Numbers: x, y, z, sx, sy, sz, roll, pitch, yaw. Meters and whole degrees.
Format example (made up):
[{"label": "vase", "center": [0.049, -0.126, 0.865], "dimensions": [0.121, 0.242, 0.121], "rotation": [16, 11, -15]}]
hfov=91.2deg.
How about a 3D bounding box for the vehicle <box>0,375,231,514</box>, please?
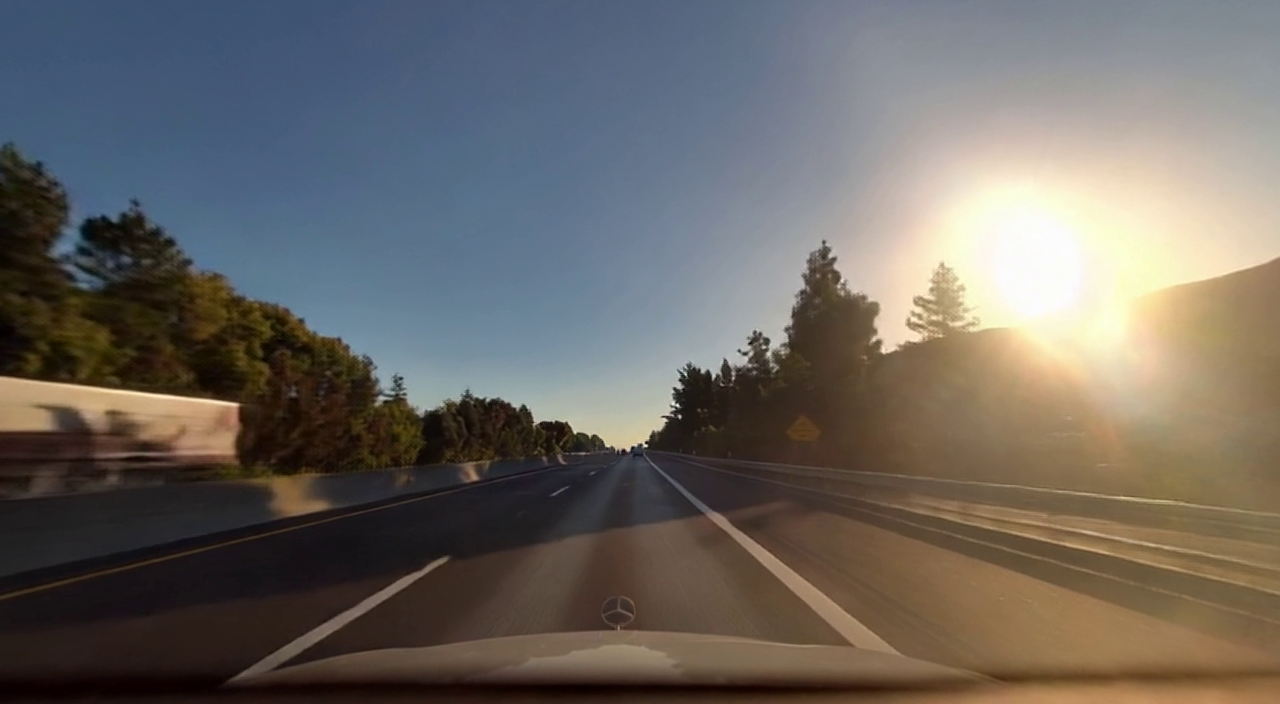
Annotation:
[{"label": "vehicle", "center": [-19.667, 3.218, 21.463], "dimensions": [2.862, 3.895, 12.778], "rotation": [0, -9, -1]}]
